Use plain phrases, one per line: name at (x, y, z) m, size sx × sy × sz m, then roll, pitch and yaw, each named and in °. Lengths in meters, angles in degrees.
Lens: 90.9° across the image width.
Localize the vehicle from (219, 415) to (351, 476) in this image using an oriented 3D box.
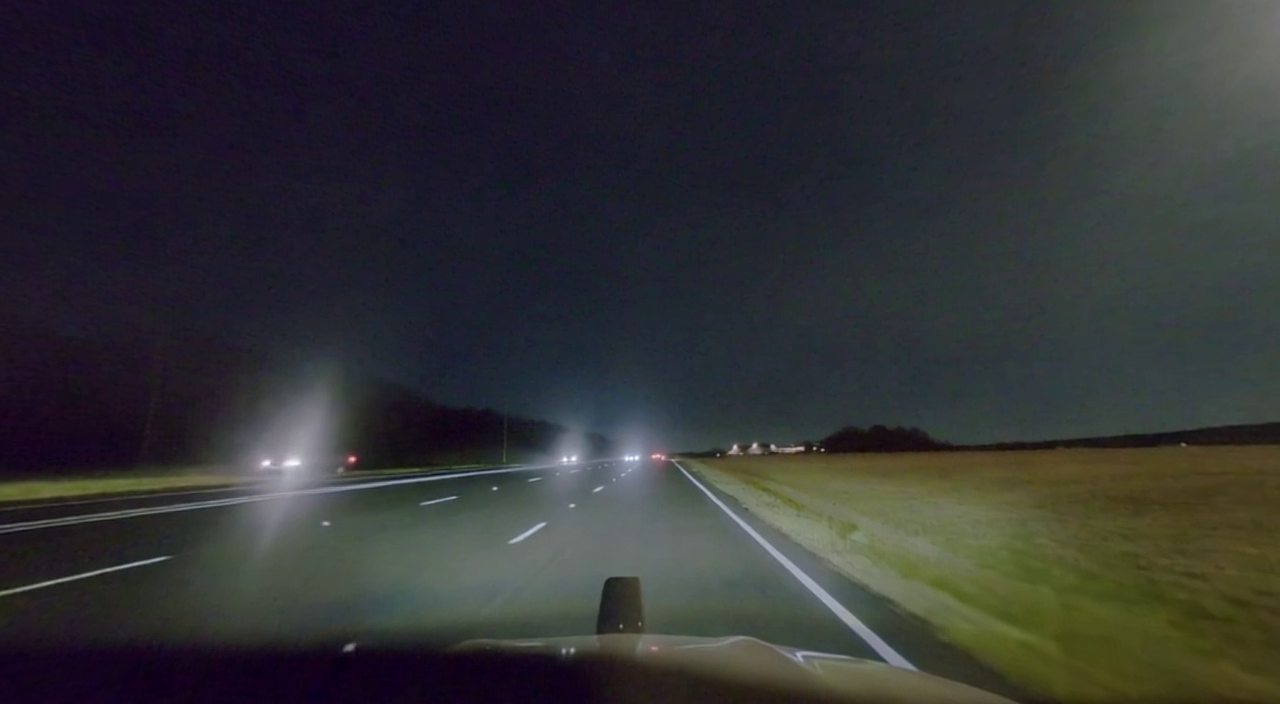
vehicle at (-19.847, 5.347, 35.928) m, size 2.826 × 3.083 × 7.520 m, roll 0°, pitch -9°, yaw 2°
